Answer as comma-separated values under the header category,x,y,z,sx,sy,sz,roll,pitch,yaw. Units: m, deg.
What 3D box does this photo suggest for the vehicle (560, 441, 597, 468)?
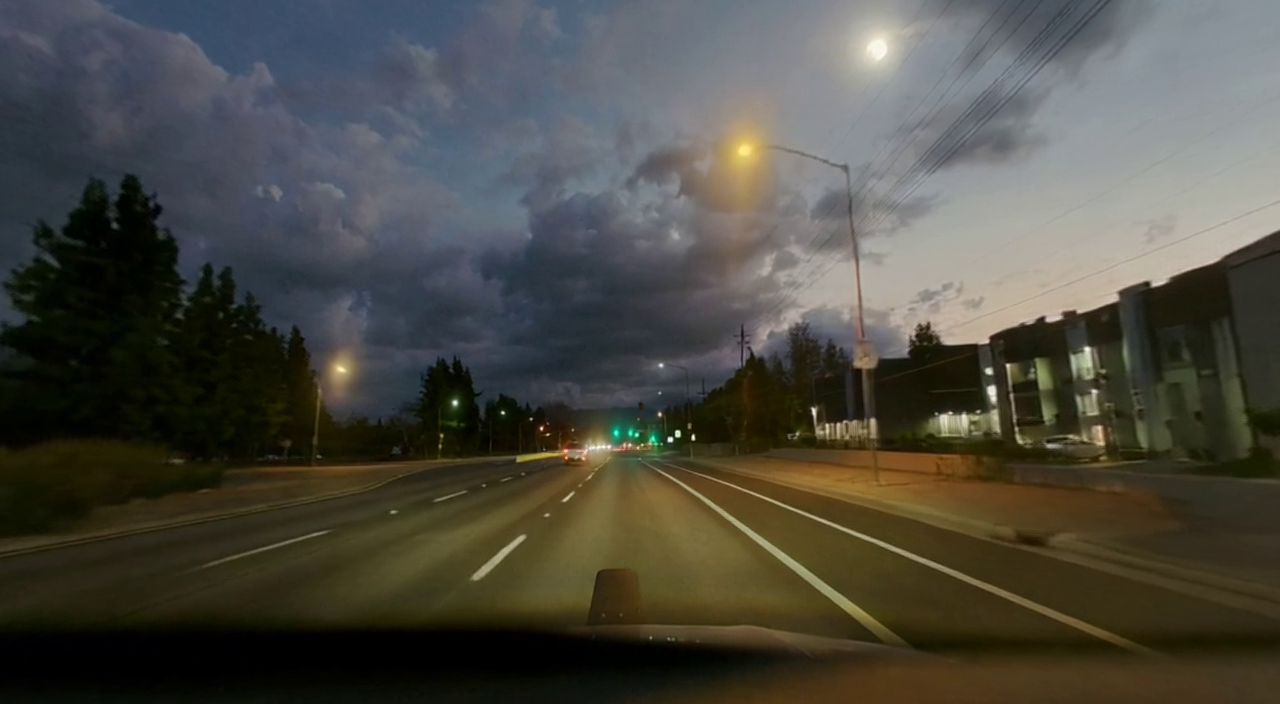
category,x,y,z,sx,sy,sz,roll,pitch,yaw
vehicle,-4.015,6.777,41.882,2.121,1.654,3.993,0,-8,-1
